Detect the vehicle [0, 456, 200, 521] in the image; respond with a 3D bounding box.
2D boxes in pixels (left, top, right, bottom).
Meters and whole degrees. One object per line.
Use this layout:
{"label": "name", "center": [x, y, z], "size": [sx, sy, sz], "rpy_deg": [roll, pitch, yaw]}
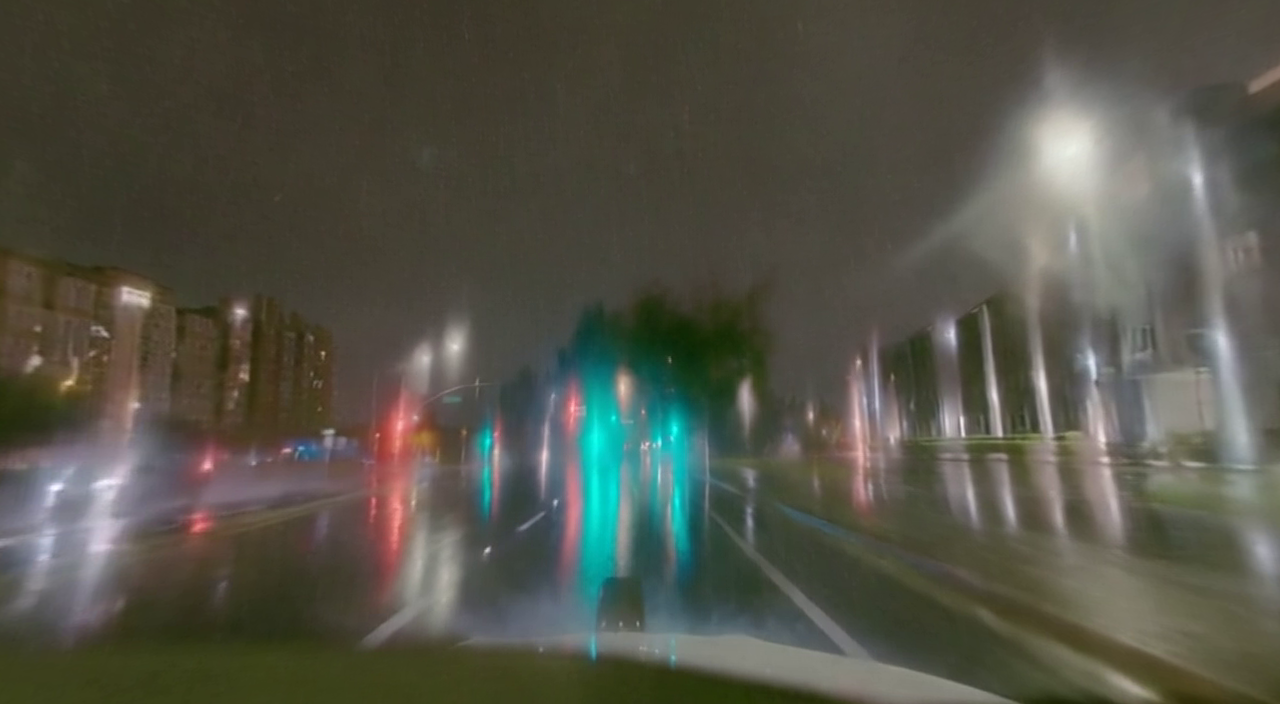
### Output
{"label": "vehicle", "center": [-14.694, 3.635, 17.348], "size": [1.898, 1.469, 4.577], "rpy_deg": [0, -9, 0]}
